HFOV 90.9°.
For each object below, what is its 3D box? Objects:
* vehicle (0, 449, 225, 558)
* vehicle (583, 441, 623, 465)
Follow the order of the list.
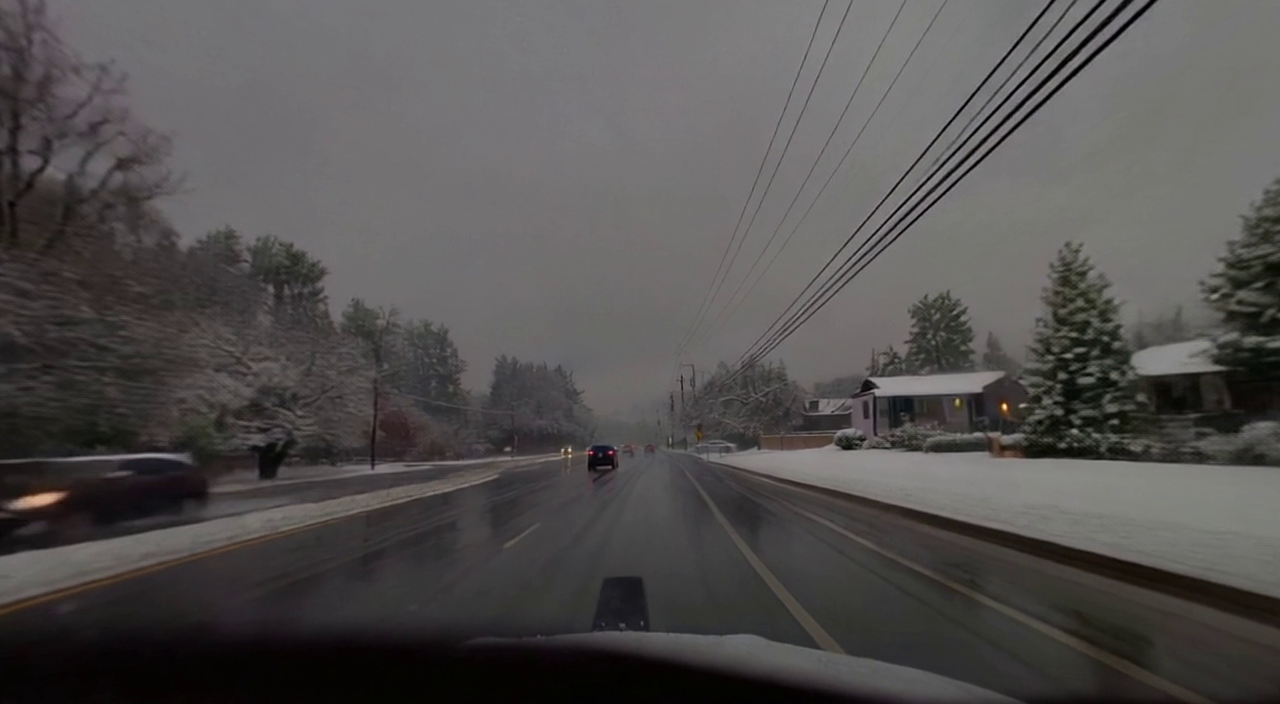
[{"bbox_3d":[-10.129,2.531,11.361,2.106,1.524,4.624,0,-9,0],"label":"vehicle"},{"bbox_3d":[-2.302,6.437,40.289,2.084,1.466,4.522,-1,-9,3],"label":"vehicle"}]
